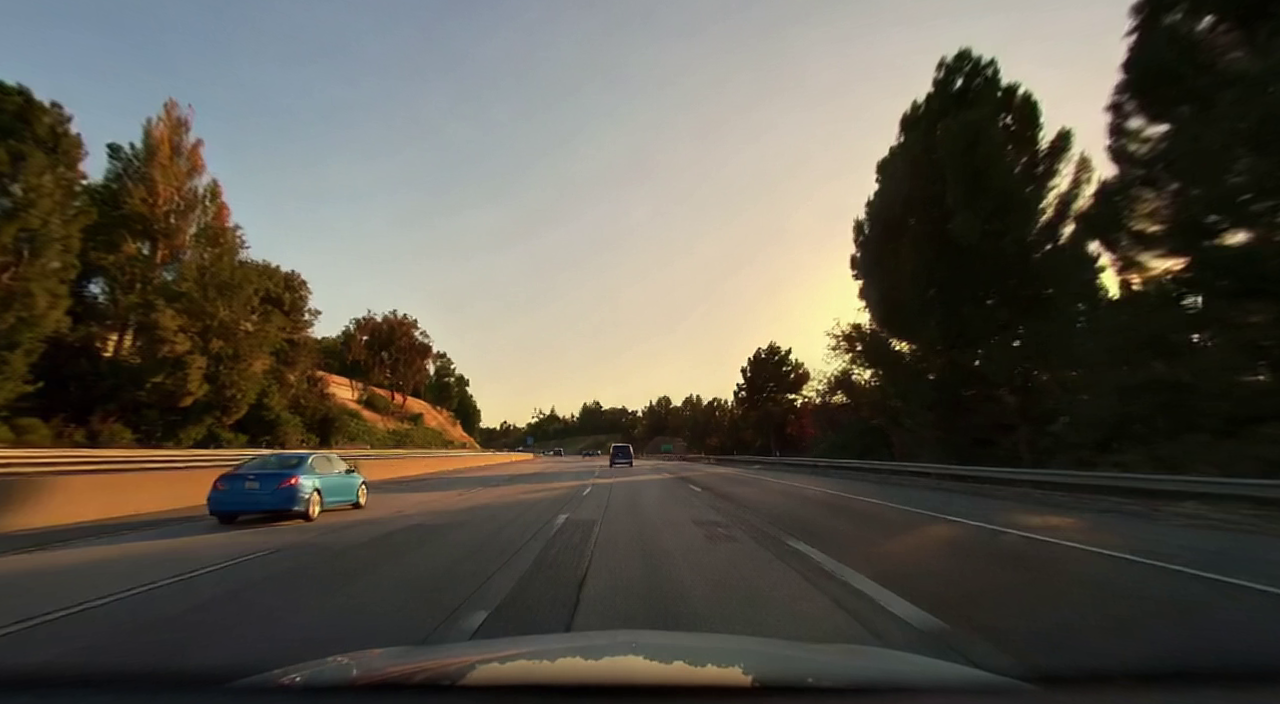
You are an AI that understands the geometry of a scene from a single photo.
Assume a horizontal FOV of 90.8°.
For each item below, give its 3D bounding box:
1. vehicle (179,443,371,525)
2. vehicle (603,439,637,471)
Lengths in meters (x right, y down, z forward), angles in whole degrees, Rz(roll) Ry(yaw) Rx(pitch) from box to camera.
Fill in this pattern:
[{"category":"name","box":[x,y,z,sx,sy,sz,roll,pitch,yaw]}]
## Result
[{"category":"vehicle","box":[-7.557,2.730,13.616,1.915,1.479,3.843,0,-9,-2]},{"category":"vehicle","box":[-1.290,6.391,39.451,1.990,1.878,4.079,0,-9,-3]}]
